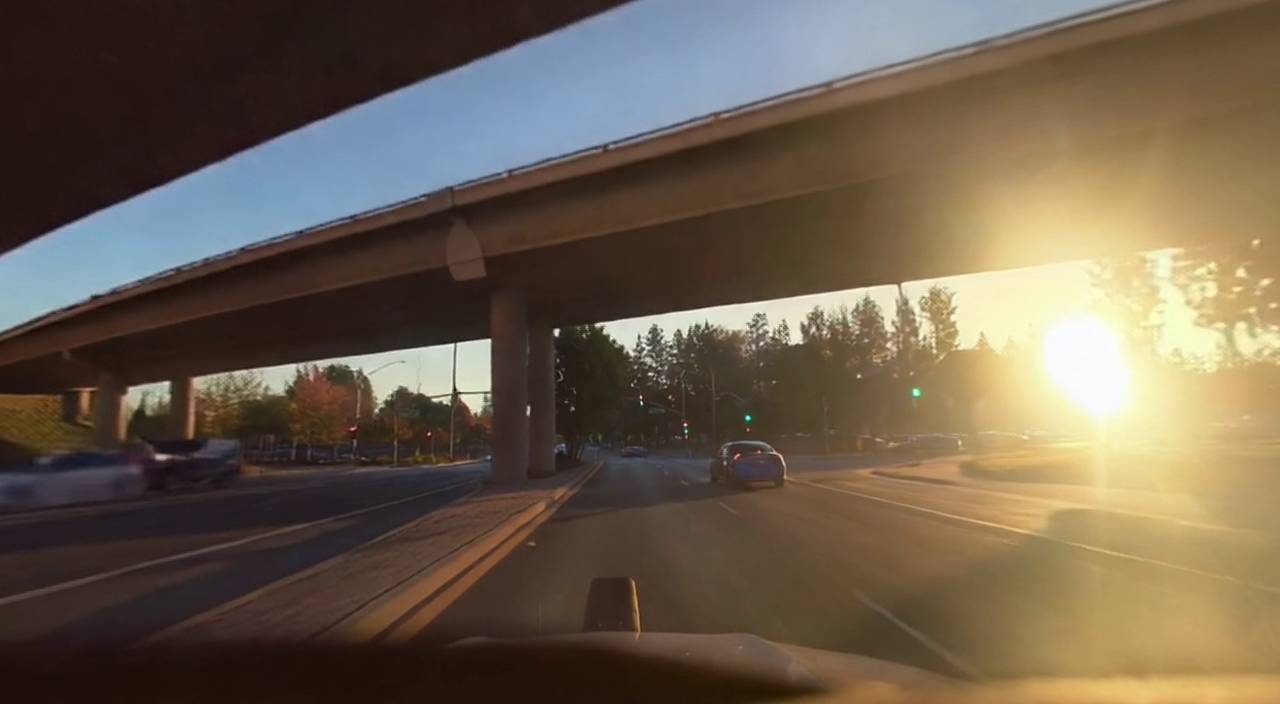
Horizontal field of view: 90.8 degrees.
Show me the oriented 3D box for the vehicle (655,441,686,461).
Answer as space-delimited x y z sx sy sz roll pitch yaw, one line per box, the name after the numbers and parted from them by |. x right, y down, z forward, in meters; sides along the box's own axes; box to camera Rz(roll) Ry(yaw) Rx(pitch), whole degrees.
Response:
2.343 7.812 49.939 2.038 1.437 3.856 0 -8 -3 | vehicle

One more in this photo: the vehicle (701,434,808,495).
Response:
3.071 3.114 17.945 2.062 1.484 4.332 0 -8 -2 | vehicle

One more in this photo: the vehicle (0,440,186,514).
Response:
-14.447 3.159 16.544 1.844 1.650 4.333 0 -8 0 | vehicle
